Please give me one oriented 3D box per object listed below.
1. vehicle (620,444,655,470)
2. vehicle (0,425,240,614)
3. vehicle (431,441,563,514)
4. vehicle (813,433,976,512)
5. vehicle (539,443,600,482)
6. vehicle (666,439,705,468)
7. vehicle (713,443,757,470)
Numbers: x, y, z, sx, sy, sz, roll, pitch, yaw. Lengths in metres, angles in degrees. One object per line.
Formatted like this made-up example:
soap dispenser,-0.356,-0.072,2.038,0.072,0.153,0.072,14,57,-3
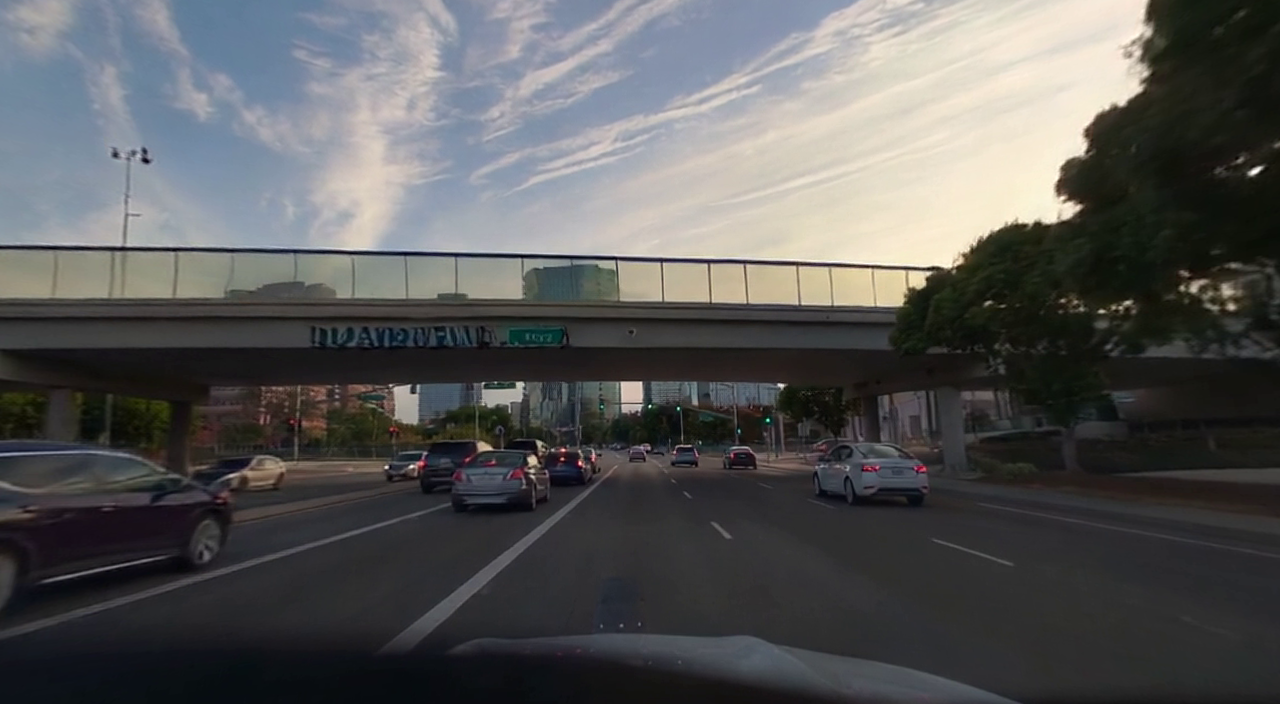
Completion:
vehicle,-0.175,6.423,38.551,2.026,1.453,3.780,0,-9,-1
vehicle,-6.141,1.447,5.713,2.070,1.488,4.376,0,-9,0
vehicle,-3.154,2.865,14.849,2.041,1.466,4.212,0,-9,1
vehicle,5.926,2.854,15.363,2.056,1.624,4.498,0,-9,-1
vehicle,-2.832,4.554,26.131,1.980,1.491,4.351,0,-9,1
vehicle,2.849,6.512,40.360,2.034,1.762,4.420,0,-9,-1
vehicle,5.833,6.468,38.984,1.924,1.527,4.268,0,-9,-2
